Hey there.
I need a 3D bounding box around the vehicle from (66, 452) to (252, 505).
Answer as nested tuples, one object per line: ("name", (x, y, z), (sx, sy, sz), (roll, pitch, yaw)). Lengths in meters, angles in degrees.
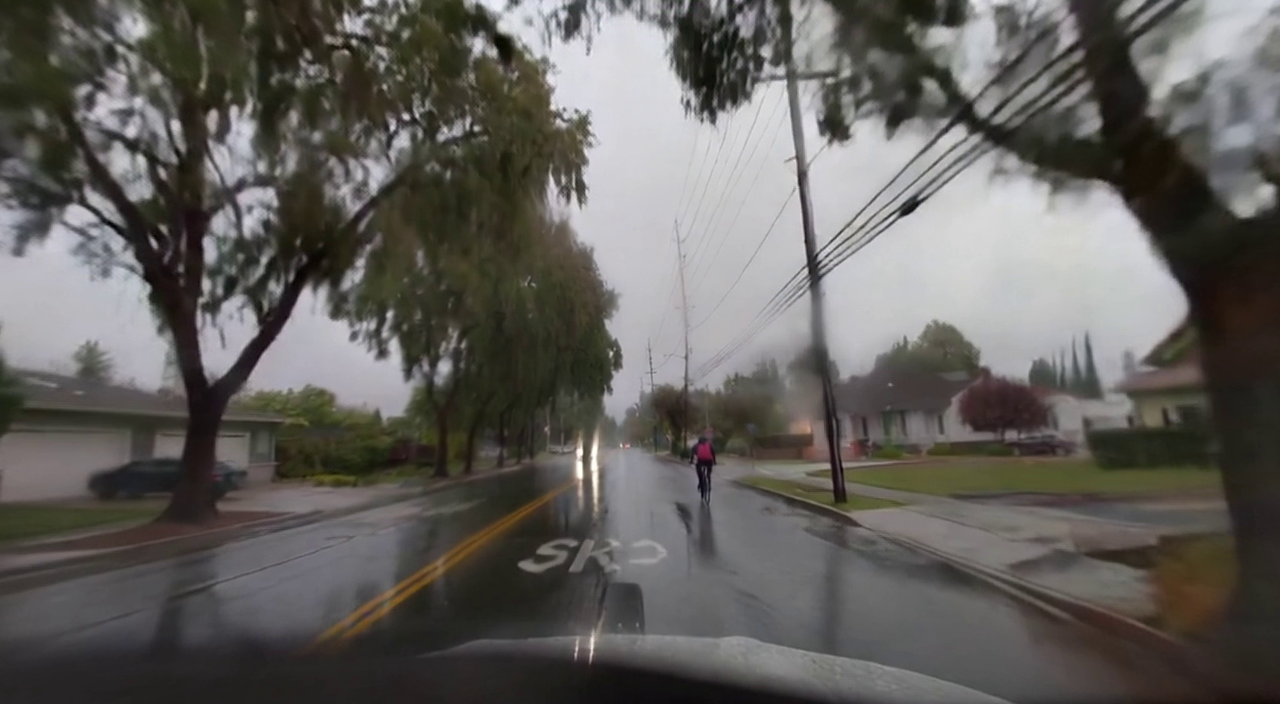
("vehicle", (-14.573, 3.829, 19.332), (4.143, 1.480, 1.755), (0, -8, -2))
